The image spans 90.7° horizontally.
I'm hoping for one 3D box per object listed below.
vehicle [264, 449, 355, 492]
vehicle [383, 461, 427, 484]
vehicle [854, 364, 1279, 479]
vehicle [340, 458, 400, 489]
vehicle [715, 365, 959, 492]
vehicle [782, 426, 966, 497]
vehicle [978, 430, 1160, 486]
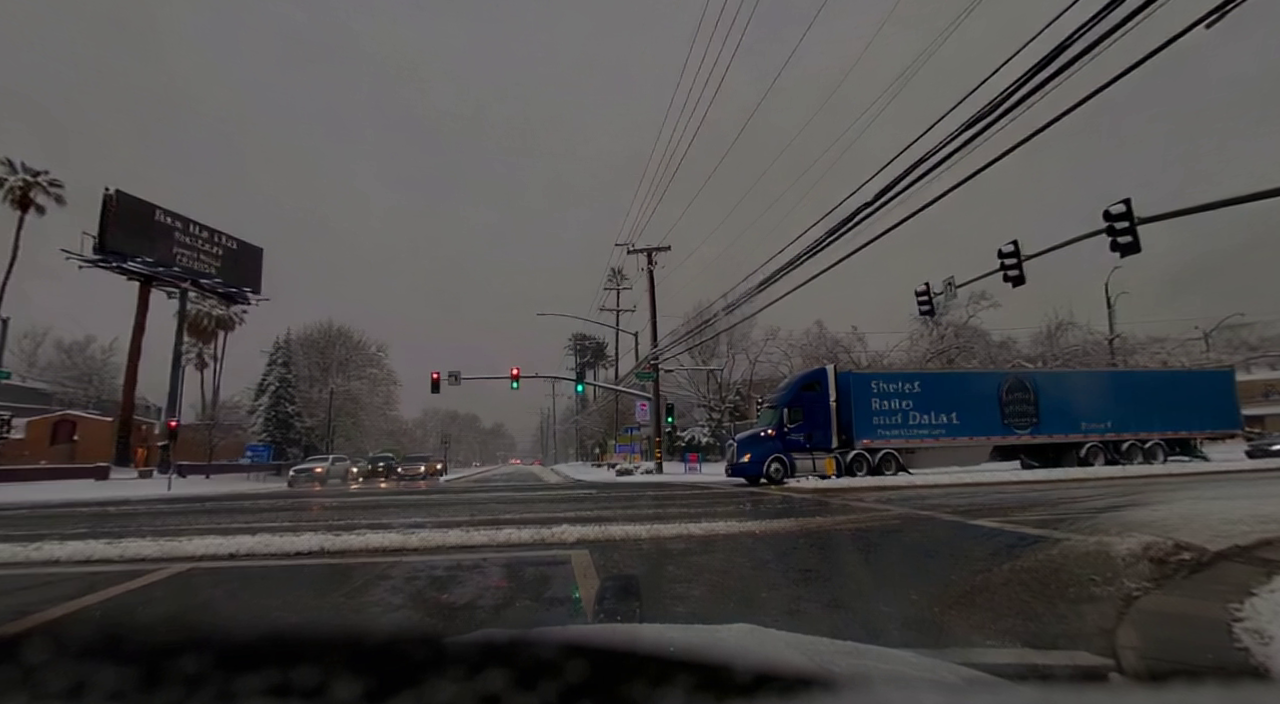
[{"bbox_3d":[-21.850,7.836,42.274,2.989,2.573,6.053,0,-9,-2],"label":"vehicle"},{"bbox_3d":[-18.251,9.377,49.367,1.834,1.521,4.970,0,-9,-4],"label":"vehicle"},{"bbox_3d":[17.472,2.849,25.727,17.071,4.151,2.876,1,-9,-9],"label":"vehicle"},{"bbox_3d":[-17.455,7.848,41.181,2.028,1.744,4.876,0,-9,-4],"label":"vehicle"},{"bbox_3d":[7.281,2.904,24.058,8.167,4.352,3.029,1,-9,-9],"label":"vehicle"},{"bbox_3d":[7.603,3.593,20.835,5.079,1.893,2.200,-2,-10,-10],"label":"vehicle"},{"bbox_3d":[14.591,3.632,21.683,4.958,1.510,1.949,-2,-10,-8],"label":"vehicle"}]
